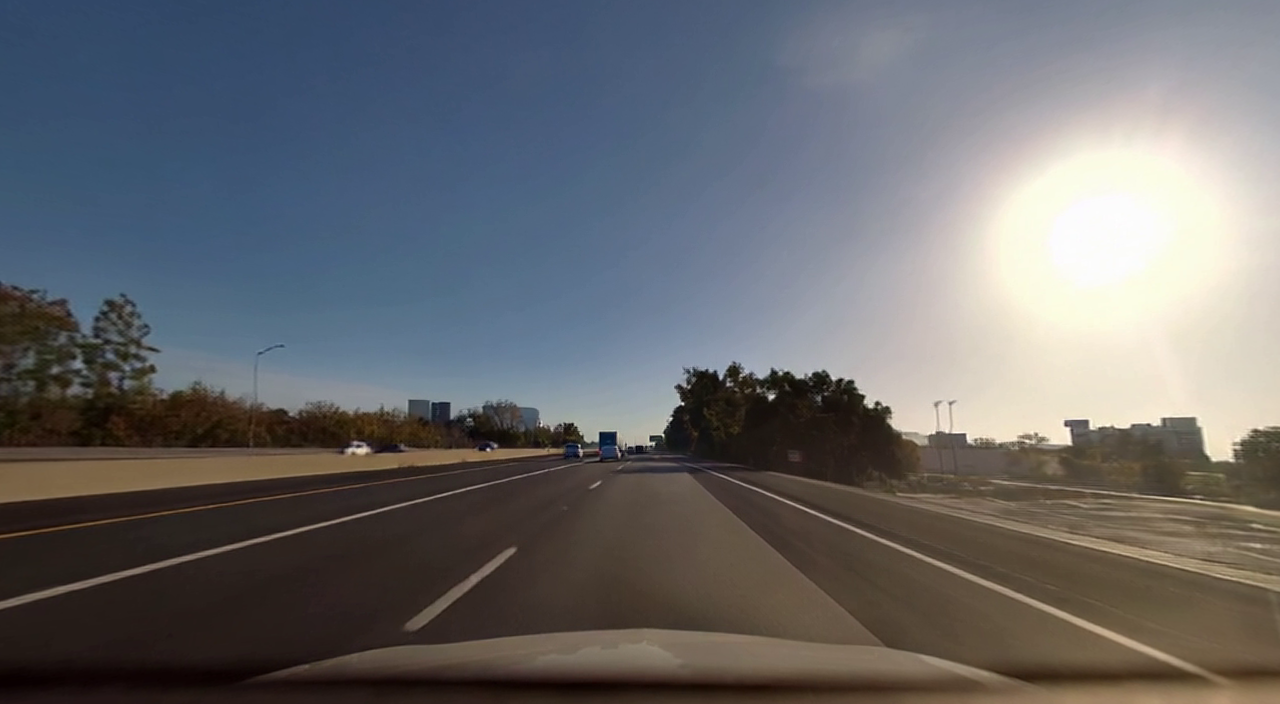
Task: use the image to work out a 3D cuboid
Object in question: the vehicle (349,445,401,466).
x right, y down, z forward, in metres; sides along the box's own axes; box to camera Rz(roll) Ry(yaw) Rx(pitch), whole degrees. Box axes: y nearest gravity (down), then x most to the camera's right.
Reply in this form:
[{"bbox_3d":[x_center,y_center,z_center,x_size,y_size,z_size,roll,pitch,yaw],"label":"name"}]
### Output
[{"bbox_3d":[-18.823,7.349,44.939,2.027,1.411,3.768,0,-8,2],"label":"vehicle"}]
